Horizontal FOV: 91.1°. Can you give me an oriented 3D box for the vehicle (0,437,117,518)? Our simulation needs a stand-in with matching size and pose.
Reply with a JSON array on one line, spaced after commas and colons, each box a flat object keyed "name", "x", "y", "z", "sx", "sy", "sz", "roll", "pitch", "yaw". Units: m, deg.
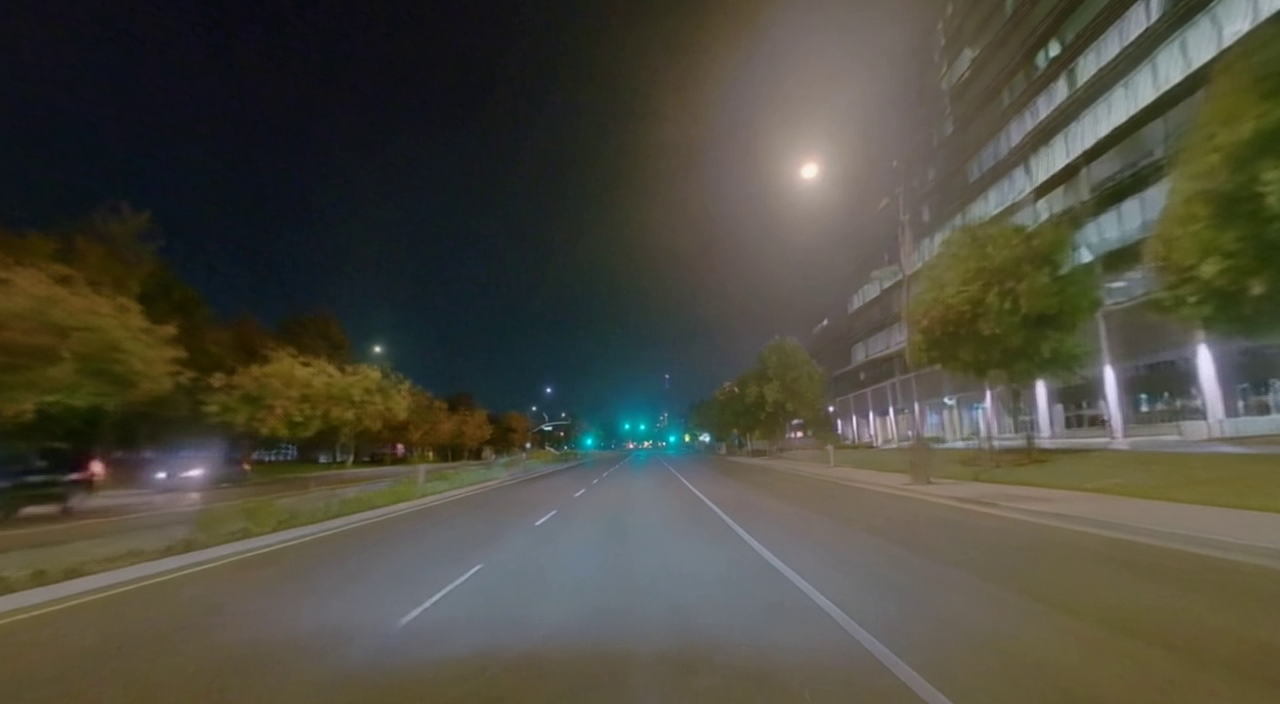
[{"name": "vehicle", "x": -14.731, "y": 2.795, "z": 14.066, "sx": 1.936, "sy": 1.718, "sz": 4.643, "roll": 0, "pitch": -8, "yaw": 1}]

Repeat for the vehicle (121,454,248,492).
[{"name": "vehicle", "x": -19.304, "y": 5.118, "z": 26.944, "sx": 1.832, "sy": 1.432, "sz": 4.855, "roll": 0, "pitch": -9, "yaw": 0}]
